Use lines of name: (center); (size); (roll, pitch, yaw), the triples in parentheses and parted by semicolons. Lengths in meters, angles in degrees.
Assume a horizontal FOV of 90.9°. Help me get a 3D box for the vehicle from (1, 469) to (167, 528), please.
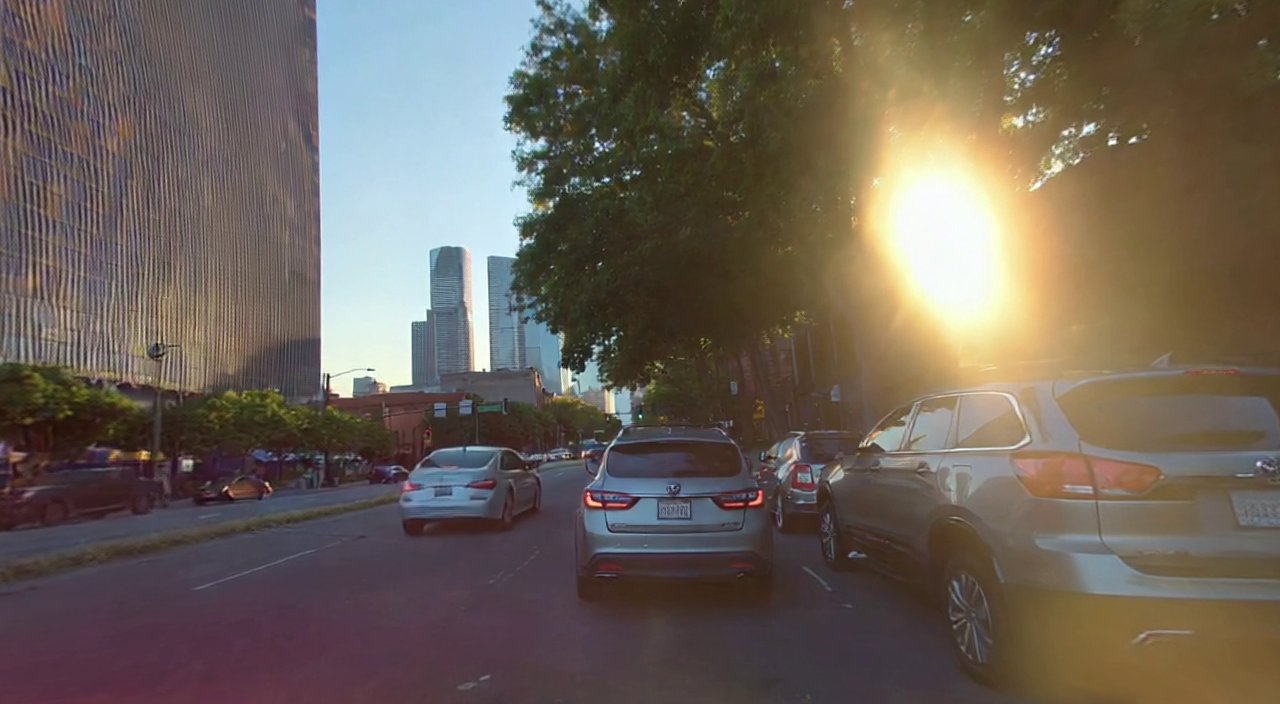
vehicle: (-19.475, 5.115, 22.402); (2.068, 1.729, 4.135); (0, -9, 0)

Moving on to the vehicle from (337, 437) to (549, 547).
vehicle: (-3.030, 2.266, 10.989); (2.088, 1.483, 4.708); (0, -9, 1)

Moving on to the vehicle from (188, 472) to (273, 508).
vehicle: (-22.629, 7.592, 35.033); (1.854, 1.419, 4.318); (-7, -8, 0)

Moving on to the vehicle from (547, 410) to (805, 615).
vehicle: (0.228, 1.543, 6.870); (2.045, 1.608, 3.573); (0, -9, -2)

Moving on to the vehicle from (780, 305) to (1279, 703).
vehicle: (2.743, 1.084, 4.912); (2.117, 1.855, 4.794); (0, -9, -1)
